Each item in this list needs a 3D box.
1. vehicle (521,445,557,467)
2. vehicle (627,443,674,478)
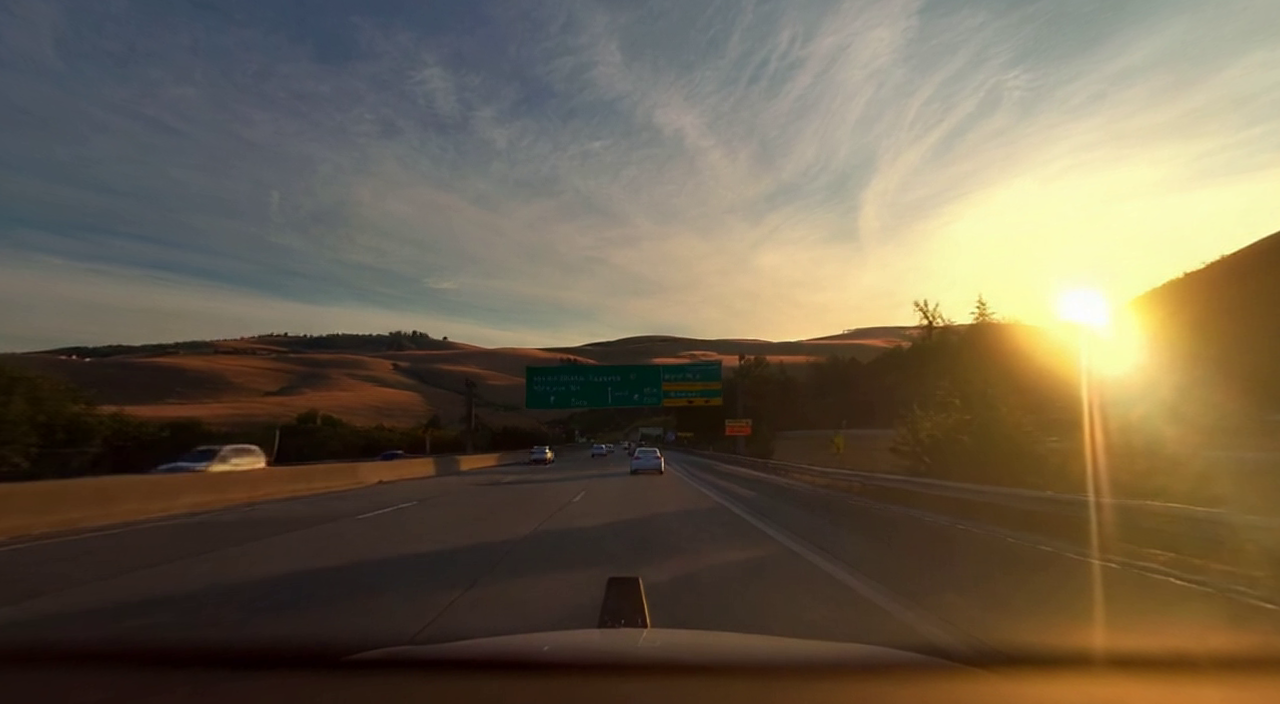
[{"bbox_3d":[-7.144,7.430,44.999,1.955,1.468,3.637,0,-9,0],"label":"vehicle"},{"bbox_3d":[0.392,4.948,28.919,2.019,1.475,4.301,0,-9,-1],"label":"vehicle"}]
